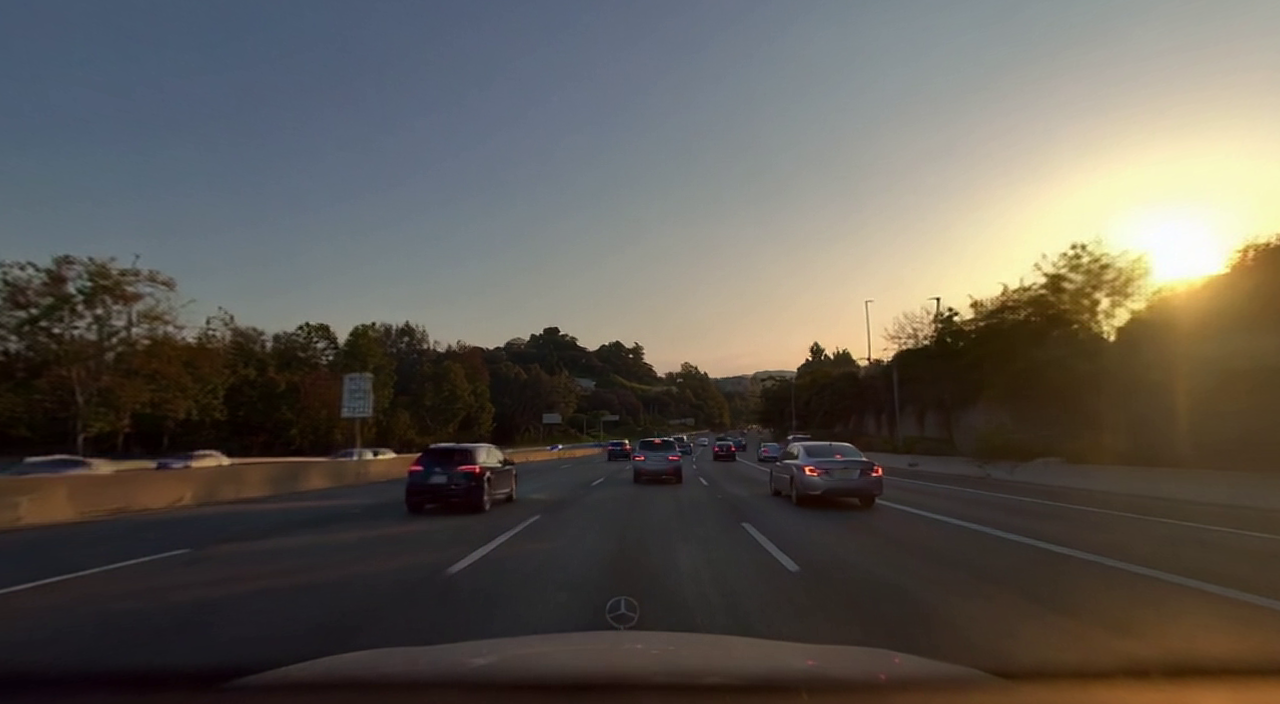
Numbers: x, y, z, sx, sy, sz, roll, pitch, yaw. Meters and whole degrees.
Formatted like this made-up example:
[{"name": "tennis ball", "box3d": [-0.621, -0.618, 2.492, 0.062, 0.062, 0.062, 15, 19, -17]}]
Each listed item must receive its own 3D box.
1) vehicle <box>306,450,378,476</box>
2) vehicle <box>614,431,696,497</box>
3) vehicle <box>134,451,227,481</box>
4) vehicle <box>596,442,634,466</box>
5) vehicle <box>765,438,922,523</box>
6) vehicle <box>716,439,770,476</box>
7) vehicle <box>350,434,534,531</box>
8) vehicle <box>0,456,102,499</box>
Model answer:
[{"name": "vehicle", "box3d": [-19.592, 7.327, 41.701, 2.204, 1.585, 4.665, 0, -9, 4]}, {"name": "vehicle", "box3d": [0.450, 3.301, 18.881, 2.181, 1.728, 3.970, 0, -9, 1]}, {"name": "vehicle", "box3d": [-27.407, 6.807, 37.782, 1.866, 1.614, 4.594, 0, -9, 3]}, {"name": "vehicle", "box3d": [-1.745, 7.333, 45.520, 2.128, 1.627, 4.697, 0, -9, 5]}, {"name": "vehicle", "box3d": [4.157, 2.690, 13.753, 1.999, 1.514, 4.338, 0, -9, 0]}, {"name": "vehicle", "box3d": [5.111, 5.291, 31.875, 2.063, 1.710, 4.591, 0, -9, 2]}, {"name": "vehicle", "box3d": [-3.492, 2.381, 12.078, 2.012, 1.495, 4.169, 0, -9, 2]}, {"name": "vehicle", "box3d": [-24.774, 5.008, 25.397, 1.831, 1.519, 4.633, 0, -9, 3]}]
